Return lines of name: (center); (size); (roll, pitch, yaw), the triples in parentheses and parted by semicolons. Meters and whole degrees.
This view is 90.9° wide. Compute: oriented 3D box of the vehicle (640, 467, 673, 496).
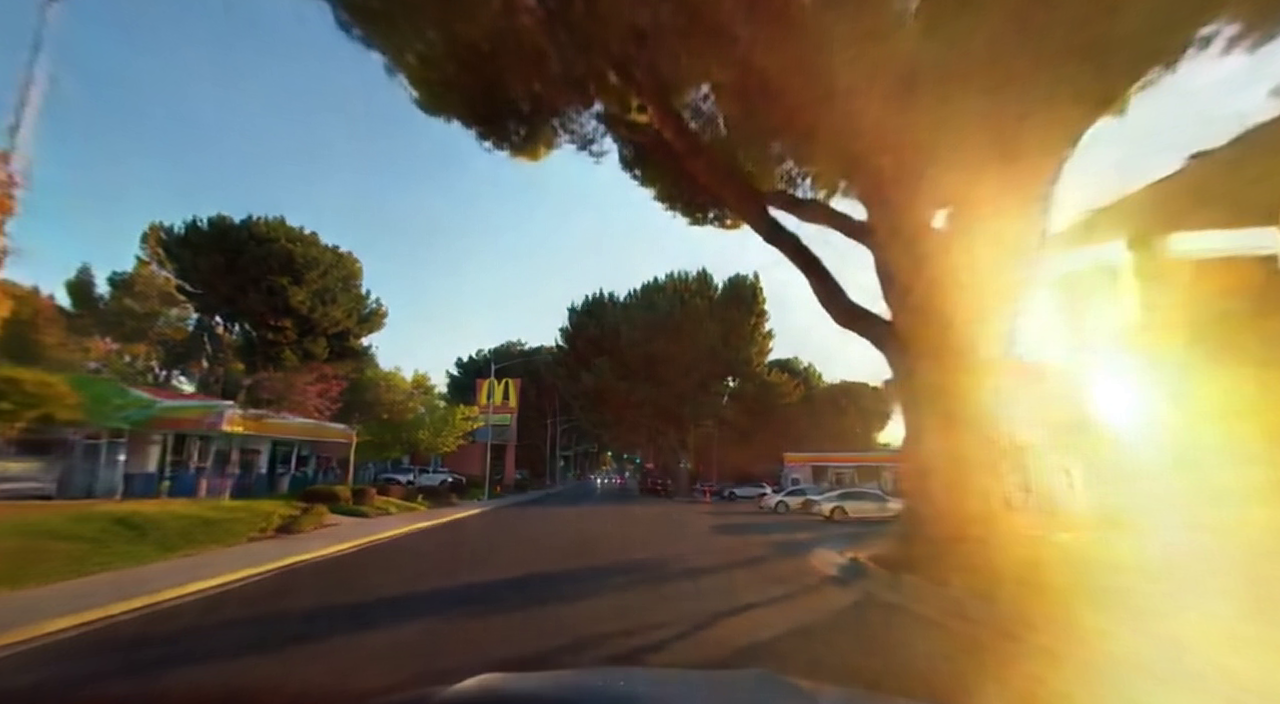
vehicle: (1.196, 9.875, 48.296); (2.153, 2.074, 5.188); (1, -11, -3)

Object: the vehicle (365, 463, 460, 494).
vehicle: (-12.982, 7.254, 36.135); (4.575, 1.641, 2.006); (11, -15, -44)

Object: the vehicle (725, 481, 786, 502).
vehicle: (8.586, 10.471, 47.180); (4.123, 1.446, 1.807); (1, -11, -4)

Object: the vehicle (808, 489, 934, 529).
vehicle: (9.240, 6.320, 25.474); (4.316, 1.462, 1.921); (1, -11, -3)
